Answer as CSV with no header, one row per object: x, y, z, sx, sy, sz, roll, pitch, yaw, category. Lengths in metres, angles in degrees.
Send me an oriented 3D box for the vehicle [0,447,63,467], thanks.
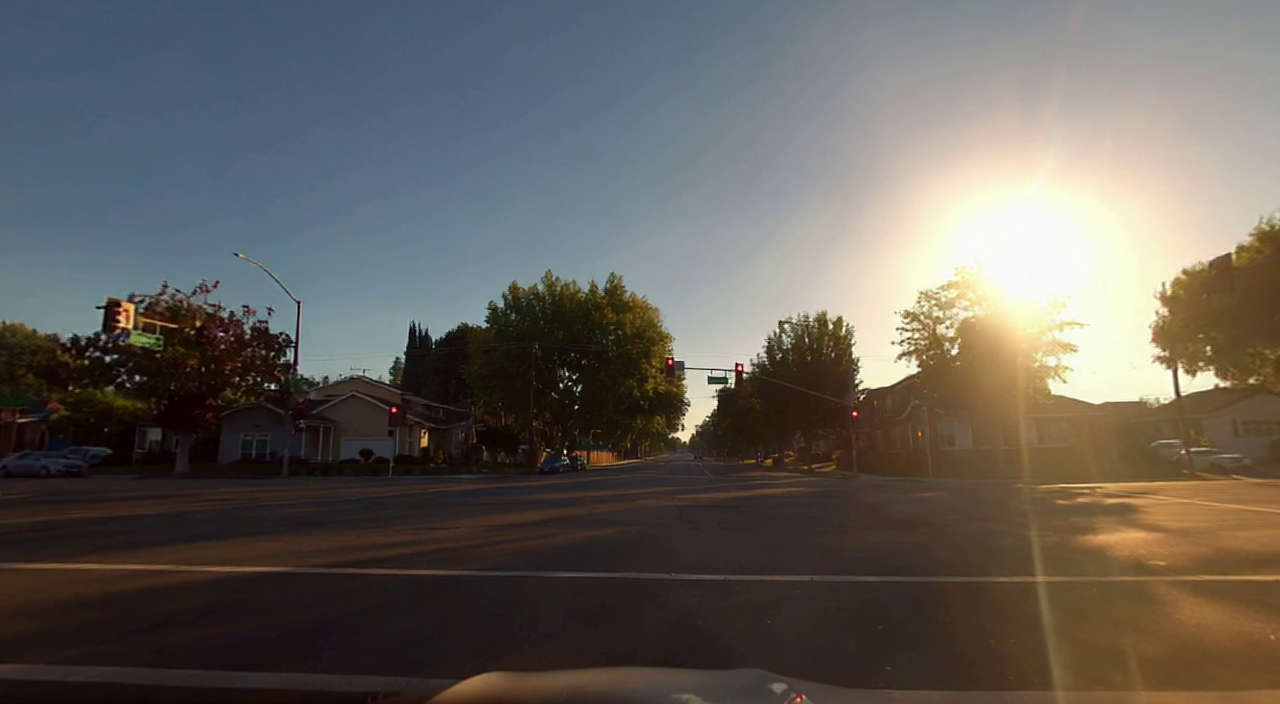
-44.284,7.526,45.380,3.949,1.422,1.744,0,-9,1,vehicle

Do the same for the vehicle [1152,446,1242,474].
36.781,7.105,41.871,1.853,1.723,4.460,0,-9,0,vehicle
